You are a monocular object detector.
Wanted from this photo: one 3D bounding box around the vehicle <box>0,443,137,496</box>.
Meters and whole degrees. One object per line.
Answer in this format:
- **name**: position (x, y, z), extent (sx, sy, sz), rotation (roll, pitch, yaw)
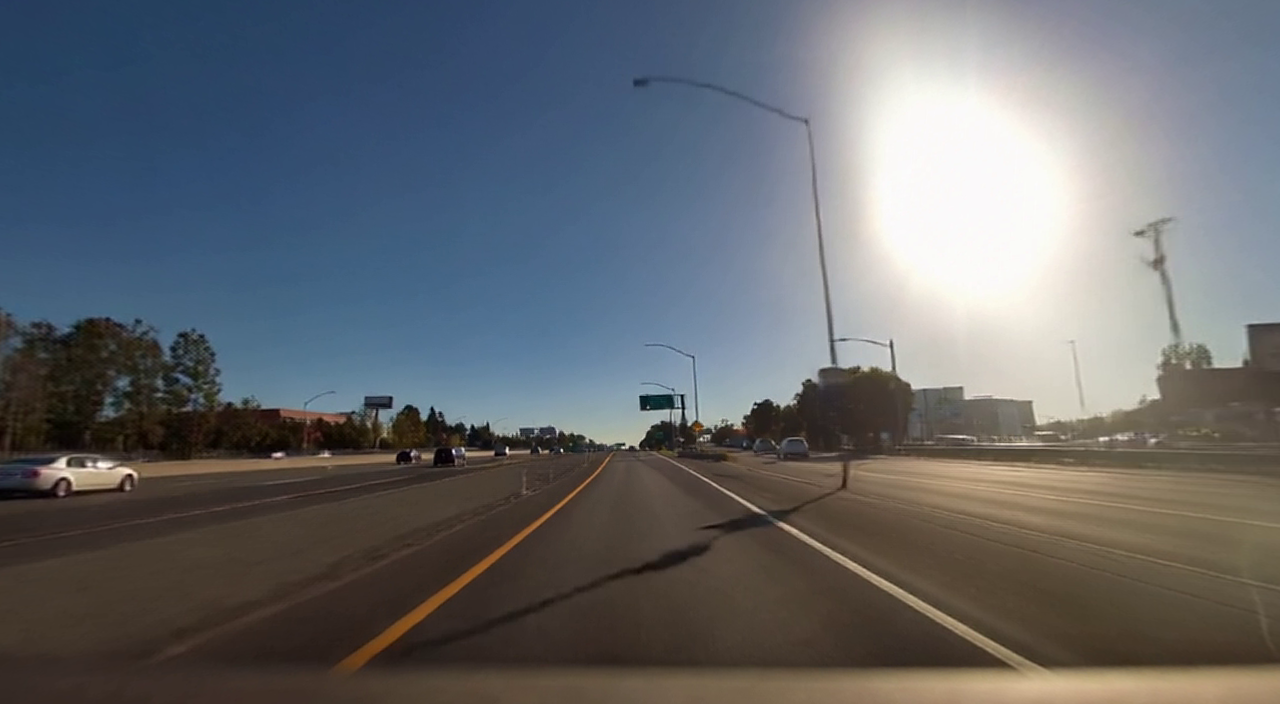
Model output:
- **vehicle**: position (-19.314, 3.782, 20.707), extent (2.068, 1.518, 4.438), rotation (0, -9, -2)
